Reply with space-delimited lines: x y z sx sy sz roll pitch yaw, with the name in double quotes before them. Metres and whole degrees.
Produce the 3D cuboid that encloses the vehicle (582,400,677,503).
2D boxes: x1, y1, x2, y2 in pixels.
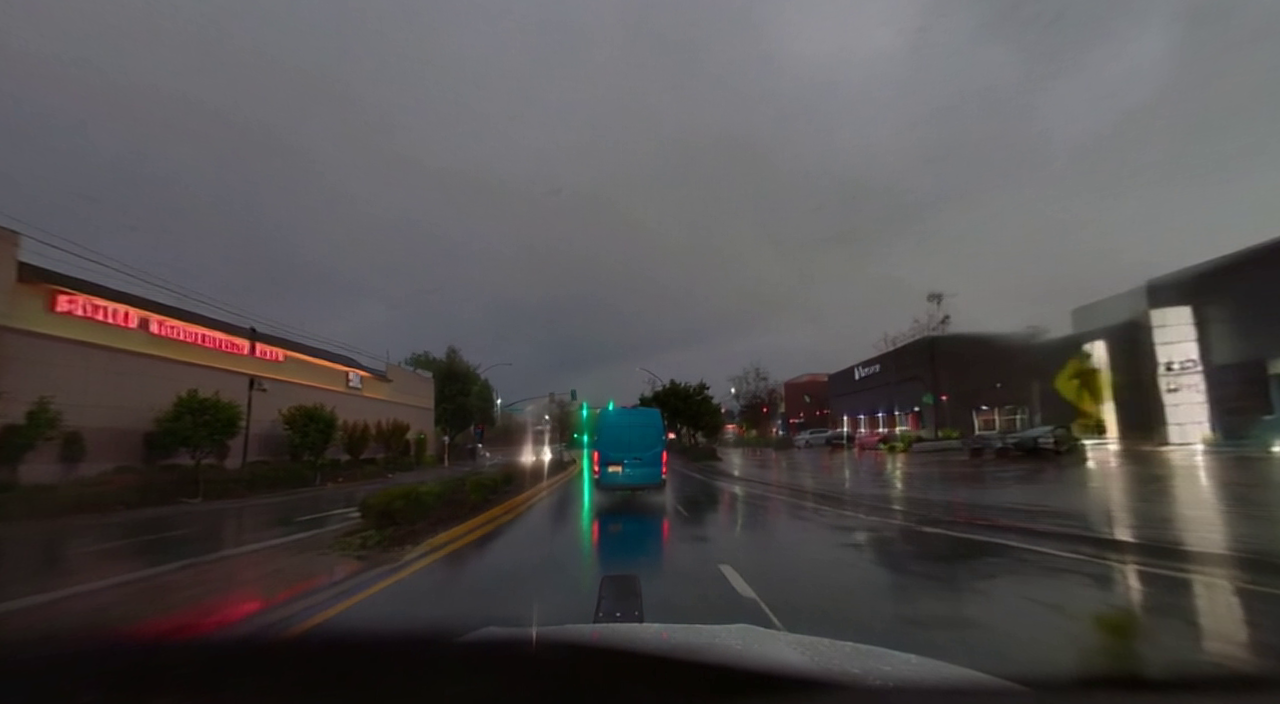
"vehicle" -0.423 2.987 19.037 2.432 2.624 5.670 0 -9 -3
